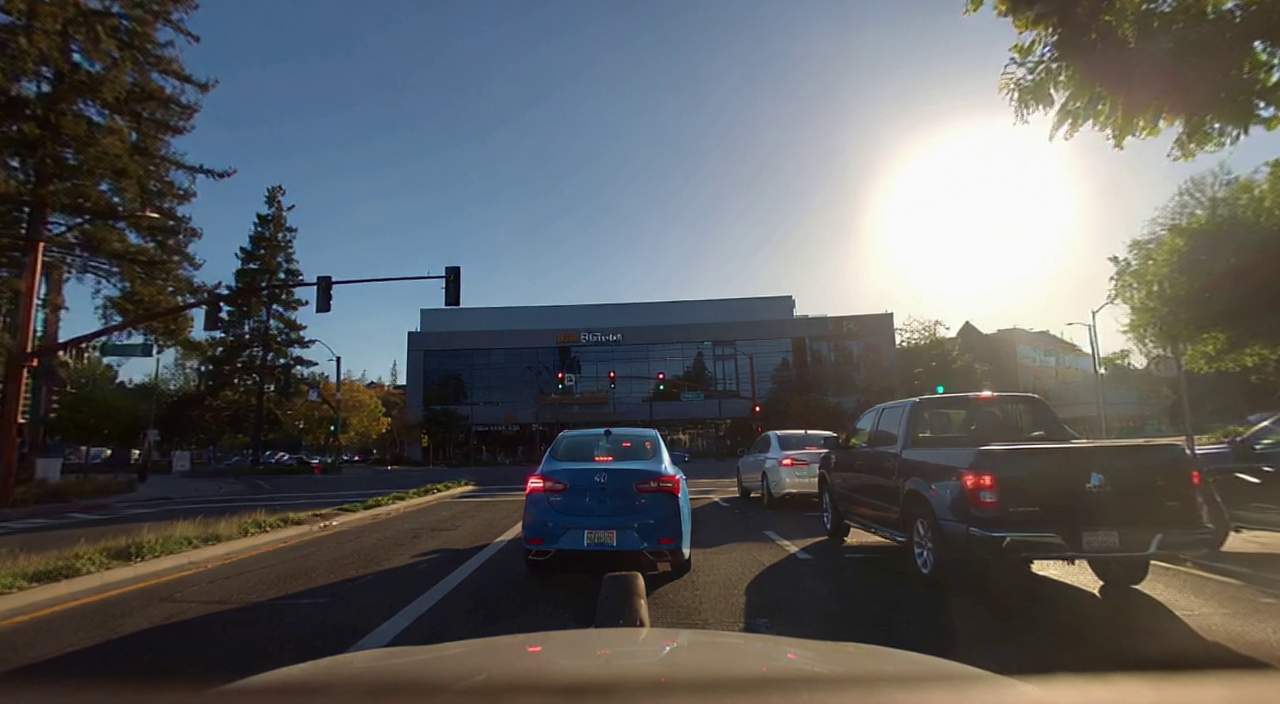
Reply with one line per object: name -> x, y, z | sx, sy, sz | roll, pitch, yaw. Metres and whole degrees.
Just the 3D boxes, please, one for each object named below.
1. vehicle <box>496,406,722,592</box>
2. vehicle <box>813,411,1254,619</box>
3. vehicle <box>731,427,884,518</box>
vehicle -> -0.273, 1.606, 7.640 | 2.037, 1.674, 3.693 | 0, -8, 0
vehicle -> 3.607, 1.567, 7.117 | 1.955, 1.550, 4.587 | 0, -8, -1
vehicle -> 3.378, 2.521, 13.734 | 2.031, 1.626, 4.264 | 0, -8, -1
